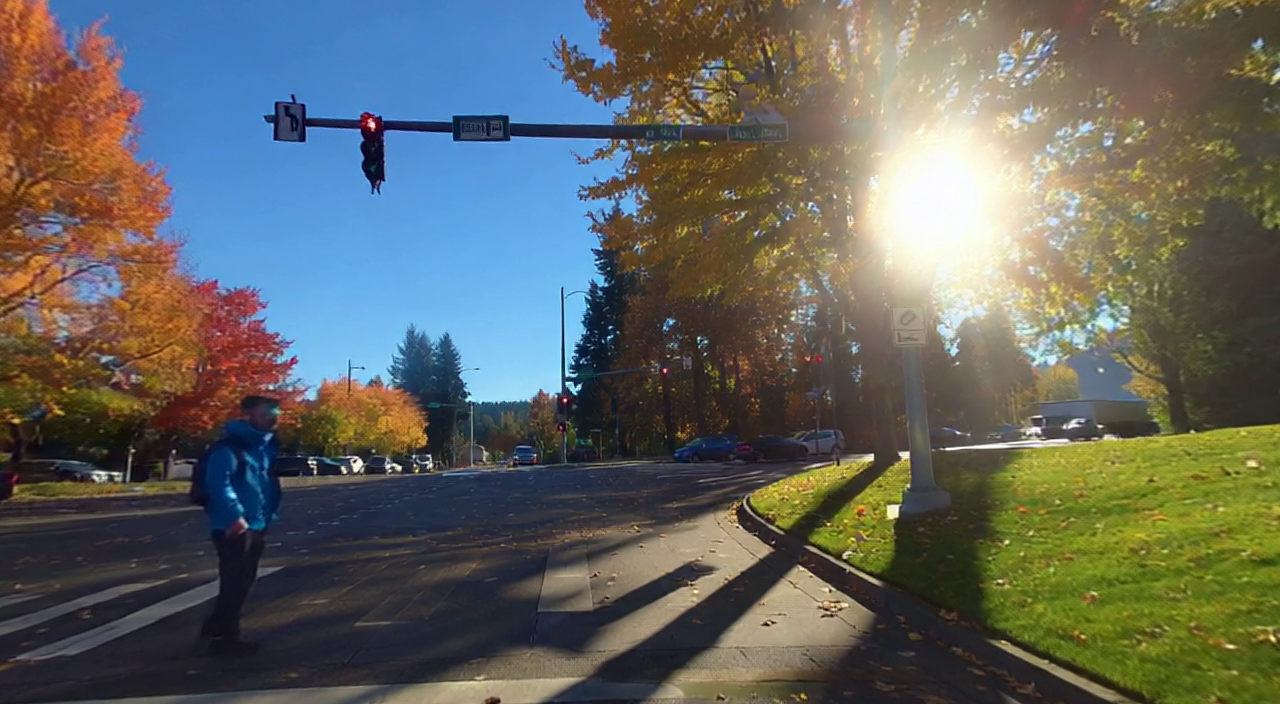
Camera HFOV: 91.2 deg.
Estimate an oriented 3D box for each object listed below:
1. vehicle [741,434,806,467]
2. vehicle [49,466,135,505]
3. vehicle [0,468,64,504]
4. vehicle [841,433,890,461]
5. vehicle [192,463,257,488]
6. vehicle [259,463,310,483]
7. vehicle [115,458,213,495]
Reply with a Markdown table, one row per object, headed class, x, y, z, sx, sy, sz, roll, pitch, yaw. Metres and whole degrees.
| class | x | y | z | sx | sy | sz | roll | pitch | yaw |
| --- | --- | --- | --- | --- | --- | --- | --- | --- | --- |
| vehicle | 8.268 | 6.020 | 38.484 | 2.036 | 1.849 | 4.811 | -7 | -11 | 36 |
| vehicle | -25.429 | 6.155 | 29.248 | 1.694 | 1.528 | 4.225 | 3 | -9 | -23 |
| vehicle | -30.339 | 6.450 | 30.338 | 1.800 | 1.520 | 3.968 | 2 | -9 | -14 |
| vehicle | 16.694 | 7.026 | 46.349 | 1.942 | 1.920 | 4.263 | -8 | -11 | 39 |
| vehicle | -28.547 | 8.475 | 43.167 | 1.768 | 1.465 | 3.972 | 0 | -9 | -1 |
| vehicle | -28.143 | 9.585 | 49.745 | 1.776 | 1.452 | 3.920 | 0 | -9 | 0 |
| vehicle | -27.835 | 7.271 | 36.906 | 2.064 | 1.913 | 5.081 | 0 | -9 | -4 |
